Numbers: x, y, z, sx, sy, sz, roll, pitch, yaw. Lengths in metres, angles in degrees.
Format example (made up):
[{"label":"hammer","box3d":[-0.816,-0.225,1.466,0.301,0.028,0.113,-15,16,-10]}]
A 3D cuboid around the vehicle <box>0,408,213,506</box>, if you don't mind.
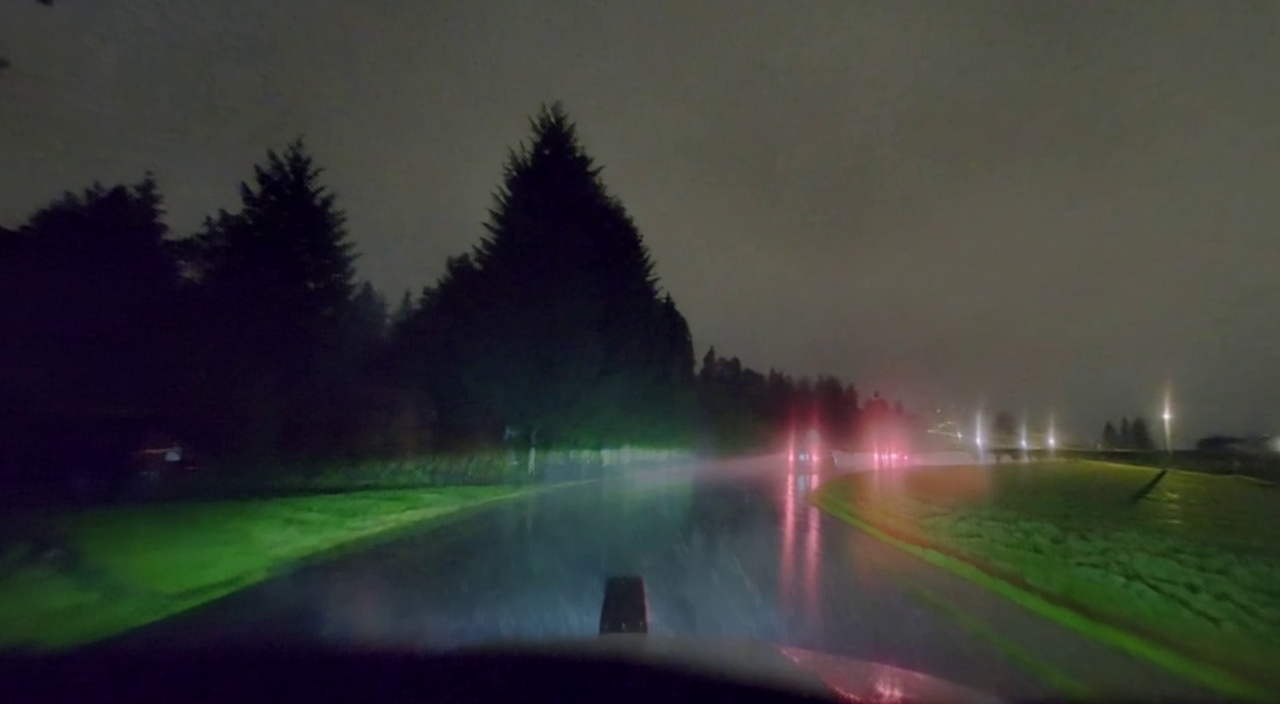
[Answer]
[{"label":"vehicle","box3d":[-10.842,1.918,11.600,4.594,1.607,1.873,-1,-8,5]}]
